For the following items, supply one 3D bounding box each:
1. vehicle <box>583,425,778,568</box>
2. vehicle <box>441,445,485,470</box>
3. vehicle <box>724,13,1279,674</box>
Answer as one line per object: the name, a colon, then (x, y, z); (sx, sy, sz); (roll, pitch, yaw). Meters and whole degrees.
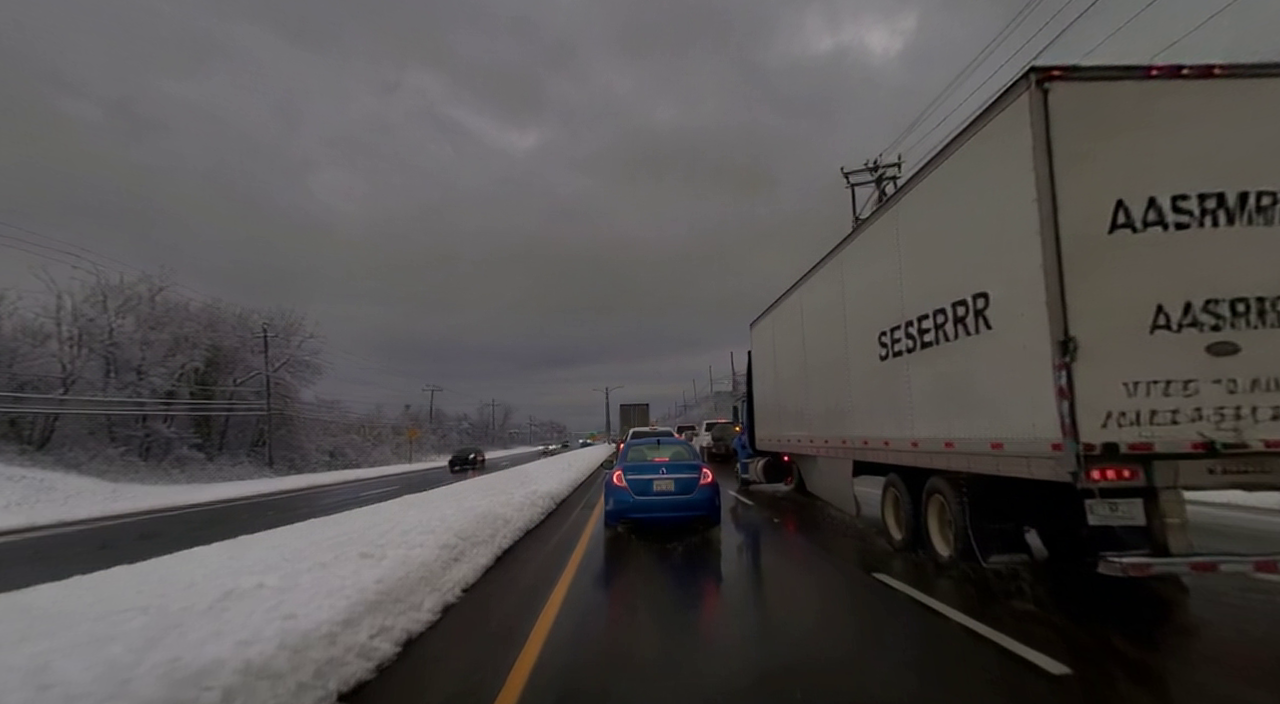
vehicle: (0.348, 1.763, 8.430); (2.045, 1.446, 3.597); (0, -8, -2)
vehicle: (-11.919, 7.128, 42.591); (1.856, 1.559, 3.844); (-1, -8, 0)
vehicle: (4.202, 0.790, 10.929); (3.138, 4.065, 14.276); (0, -8, -2)
